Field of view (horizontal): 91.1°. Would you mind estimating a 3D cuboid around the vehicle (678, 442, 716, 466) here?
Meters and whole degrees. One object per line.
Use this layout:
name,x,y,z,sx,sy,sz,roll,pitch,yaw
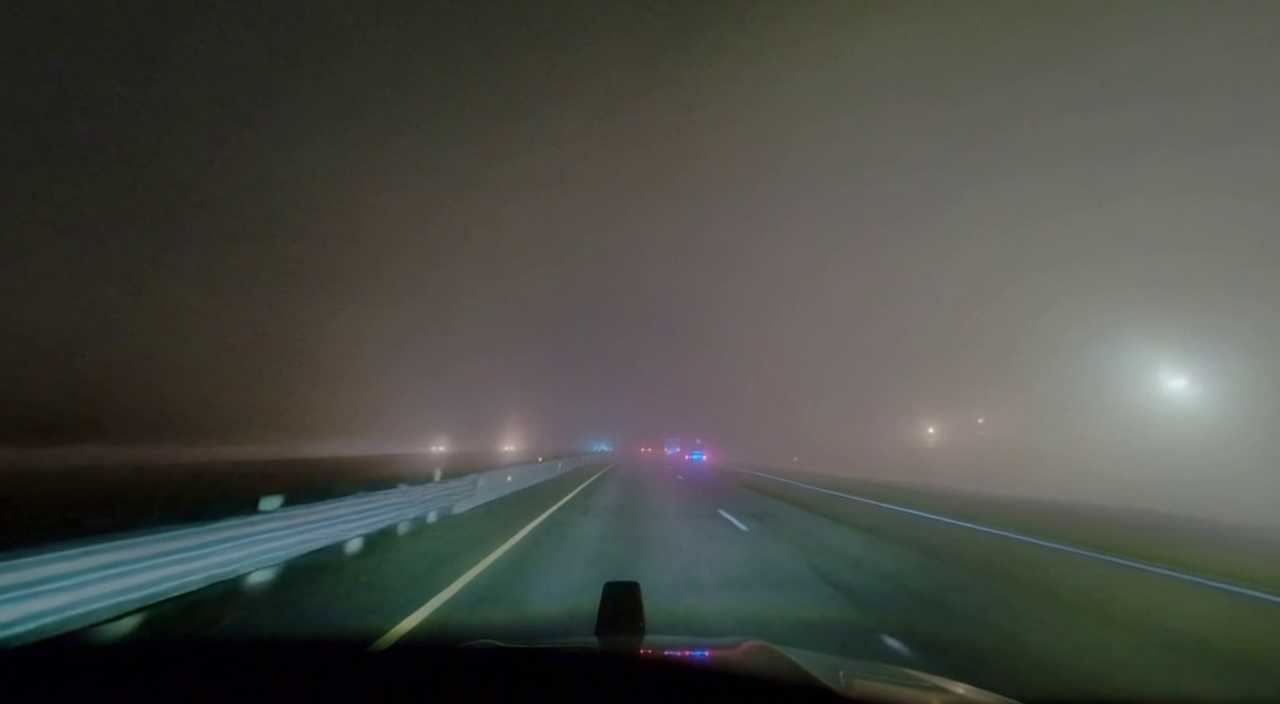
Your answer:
vehicle,3.806,6.875,42.584,2.044,1.527,4.658,0,-8,-1
